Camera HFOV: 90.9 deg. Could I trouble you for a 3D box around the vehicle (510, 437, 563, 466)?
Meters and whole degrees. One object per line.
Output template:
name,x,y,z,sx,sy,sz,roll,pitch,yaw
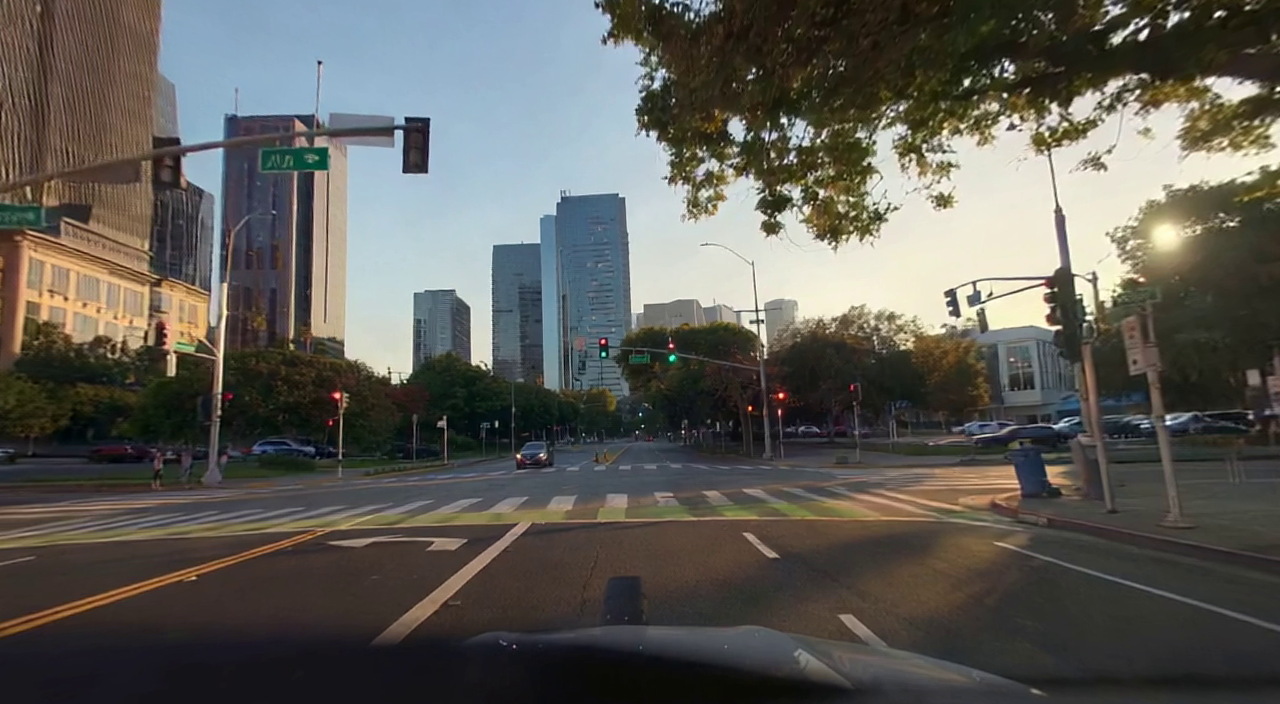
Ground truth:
vehicle,-5.778,5.622,35.749,2.127,1.473,4.428,0,-8,1
